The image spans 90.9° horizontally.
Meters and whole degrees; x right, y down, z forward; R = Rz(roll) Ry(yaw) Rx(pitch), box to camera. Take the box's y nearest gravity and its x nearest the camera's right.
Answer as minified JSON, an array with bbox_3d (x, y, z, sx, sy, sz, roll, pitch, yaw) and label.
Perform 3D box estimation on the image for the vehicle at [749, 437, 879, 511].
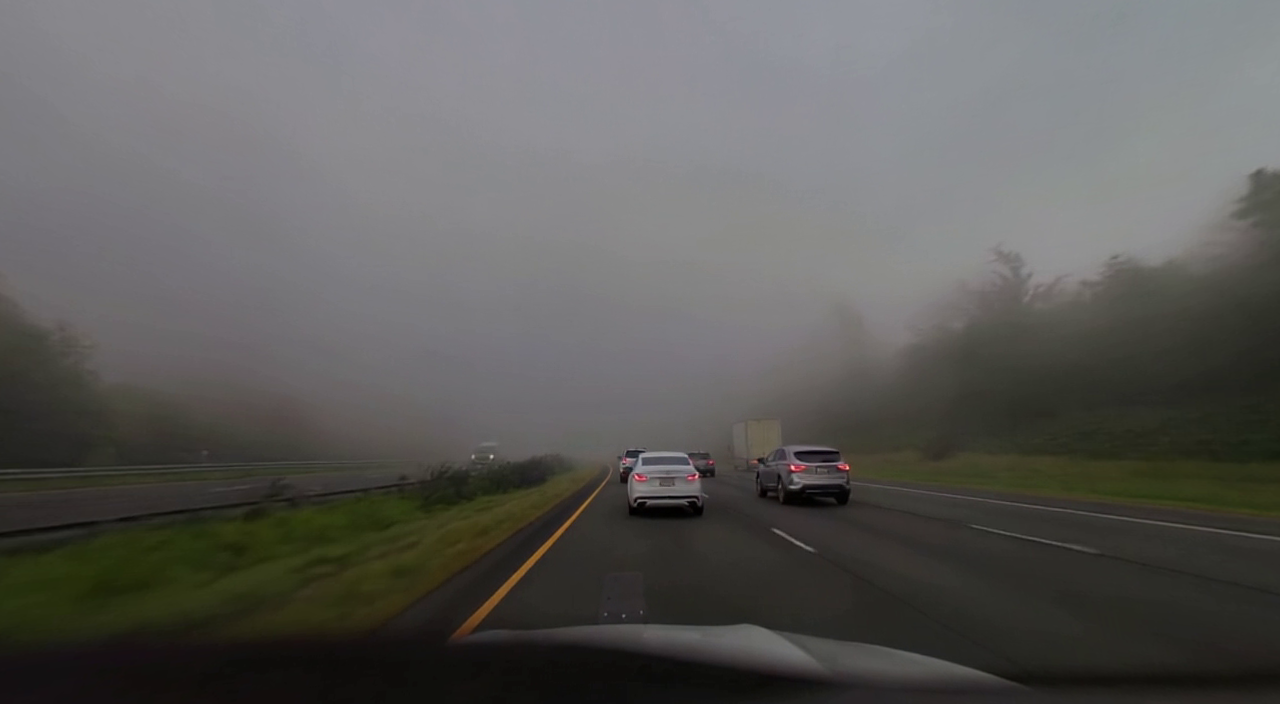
[{"bbox_3d":[4.351,3.142,16.677,1.998,1.657,4.604,0,-9,-2],"label":"vehicle"}]

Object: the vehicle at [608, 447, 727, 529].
[{"bbox_3d":[0.445,2.701,13.051,2.094,1.426,3.725,0,-9,-1],"label":"vehicle"}]
